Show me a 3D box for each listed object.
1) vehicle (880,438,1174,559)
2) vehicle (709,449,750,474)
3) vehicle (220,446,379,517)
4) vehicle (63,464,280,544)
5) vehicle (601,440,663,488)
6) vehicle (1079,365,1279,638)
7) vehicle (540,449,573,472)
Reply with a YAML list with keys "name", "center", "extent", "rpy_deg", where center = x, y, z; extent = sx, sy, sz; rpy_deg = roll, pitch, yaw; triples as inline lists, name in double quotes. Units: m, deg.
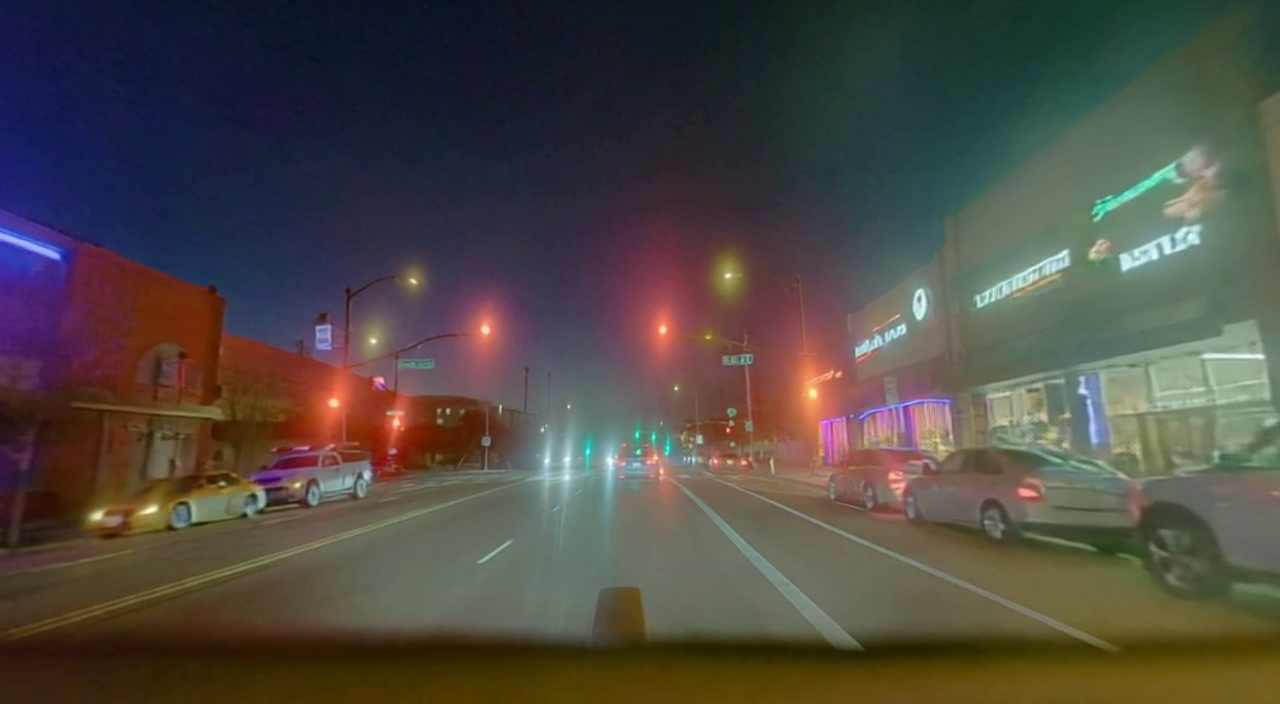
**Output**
- name: "vehicle"
  center: [5.714, 2.173, 10.173]
  extent: [1.891, 1.489, 4.344]
  rpy_deg: [0, -9, -2]
- name: "vehicle"
  center: [5.713, 7.023, 40.886]
  extent: [1.859, 1.470, 4.476]
  rpy_deg: [0, -8, -1]
- name: "vehicle"
  center: [-11.327, 4.295, 21.735]
  extent: [2.240, 2.052, 5.872]
  rpy_deg: [0, -8, 0]
- name: "vehicle"
  center: [-11.075, 3.566, 15.484]
  extent: [1.868, 1.502, 4.626]
  rpy_deg: [0, -8, -2]
- name: "vehicle"
  center: [-0.275, 4.098, 23.416]
  extent: [2.086, 1.575, 4.205]
  rpy_deg: [0, -8, 0]
- name: "vehicle"
  center: [5.778, 1.021, 4.156]
  extent: [2.201, 1.972, 4.845]
  rpy_deg: [0, -9, -1]
- name: "vehicle"
  center: [-6.437, 8.356, 48.877]
  extent: [1.918, 1.679, 4.209]
  rpy_deg: [0, -9, 1]
